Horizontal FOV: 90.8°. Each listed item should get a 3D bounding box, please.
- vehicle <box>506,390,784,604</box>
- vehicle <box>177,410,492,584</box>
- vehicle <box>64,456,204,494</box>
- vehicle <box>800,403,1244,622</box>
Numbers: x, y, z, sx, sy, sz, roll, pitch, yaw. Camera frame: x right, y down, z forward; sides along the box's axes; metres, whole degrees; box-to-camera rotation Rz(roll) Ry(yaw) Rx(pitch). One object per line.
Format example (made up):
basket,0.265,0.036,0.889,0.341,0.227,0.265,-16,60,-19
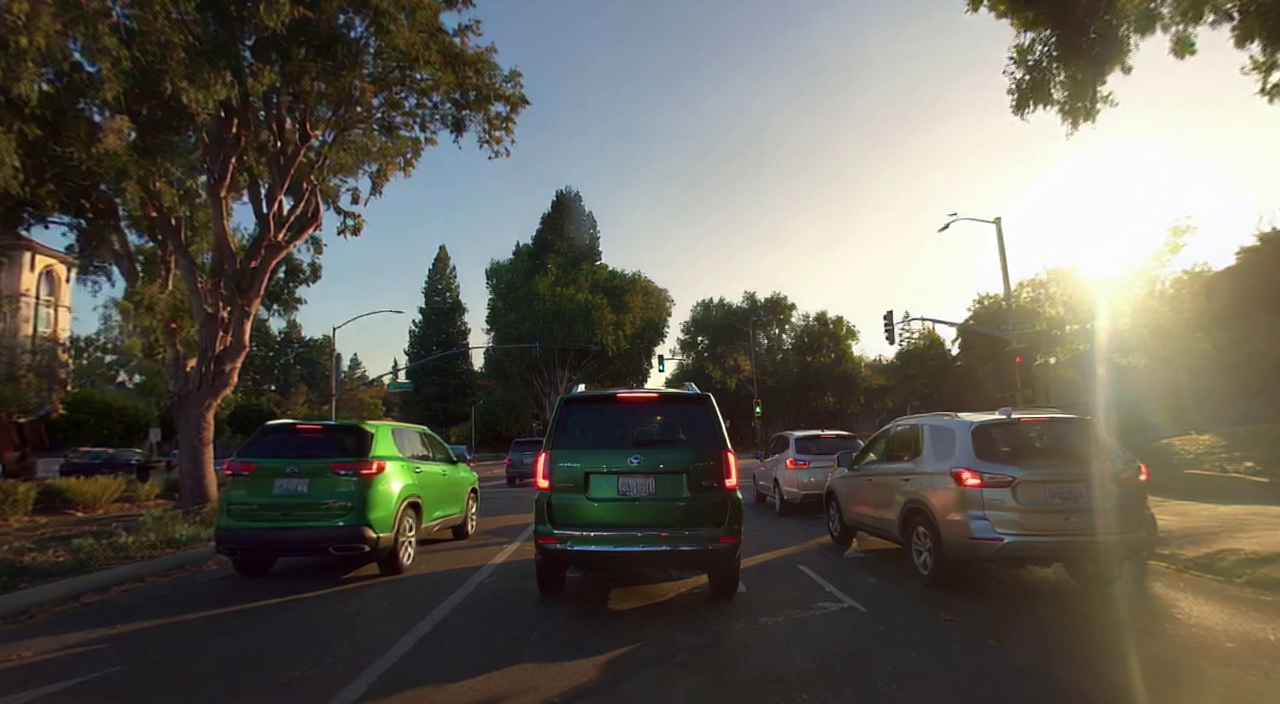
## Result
vehicle,0.024,1.490,7.248,2.294,1.761,3.857,0,-9,-1
vehicle,-3.377,1.679,8.076,1.961,1.639,4.064,0,-9,0
vehicle,-22.332,5.413,28.201,2.312,1.443,4.684,0,-9,1
vehicle,3.477,1.549,7.045,2.202,1.657,4.298,0,-9,-1
